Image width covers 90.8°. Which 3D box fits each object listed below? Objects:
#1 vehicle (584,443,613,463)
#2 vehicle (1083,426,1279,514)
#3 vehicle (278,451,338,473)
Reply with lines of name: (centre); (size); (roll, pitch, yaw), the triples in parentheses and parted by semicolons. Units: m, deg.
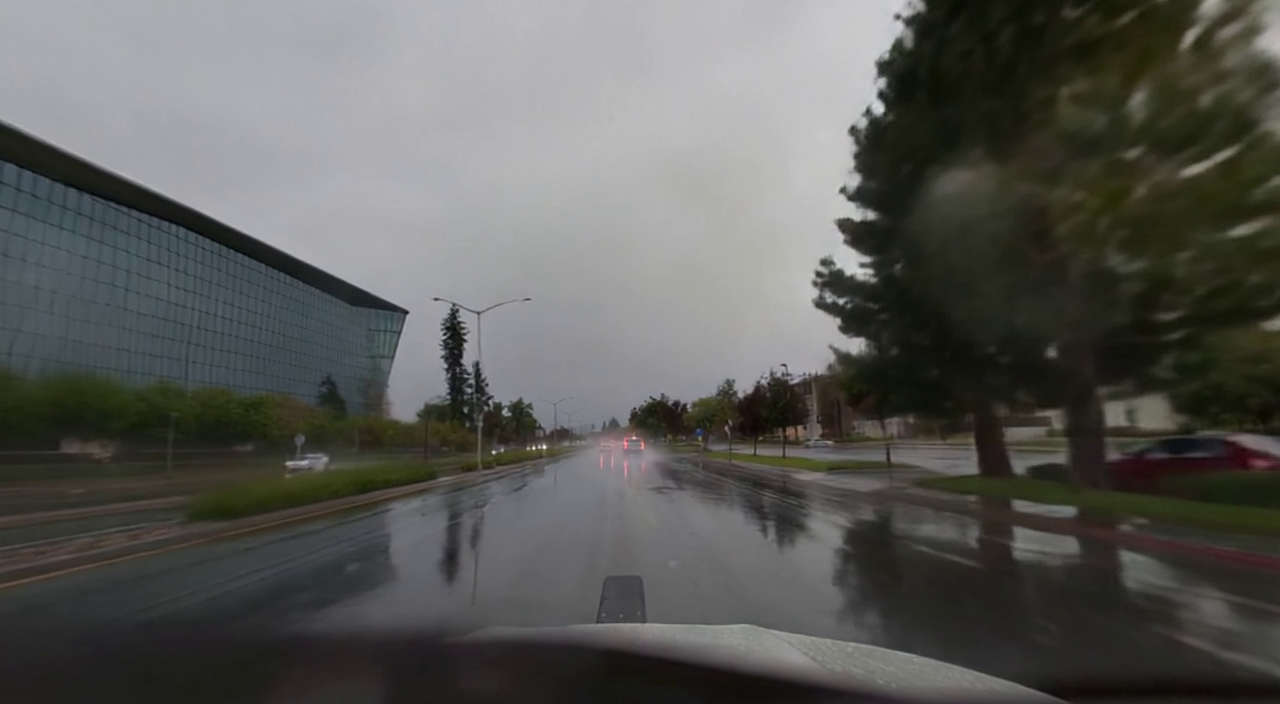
vehicle: (-3.117, 7.536, 47.358); (2.080, 1.445, 4.096); (0, -8, -3)
vehicle: (12.360, 2.458, 13.723); (2.024, 1.575, 4.498); (0, -8, -3)
vehicle: (-23.956, 7.920, 45.744); (1.862, 1.489, 4.780); (0, -8, -2)
